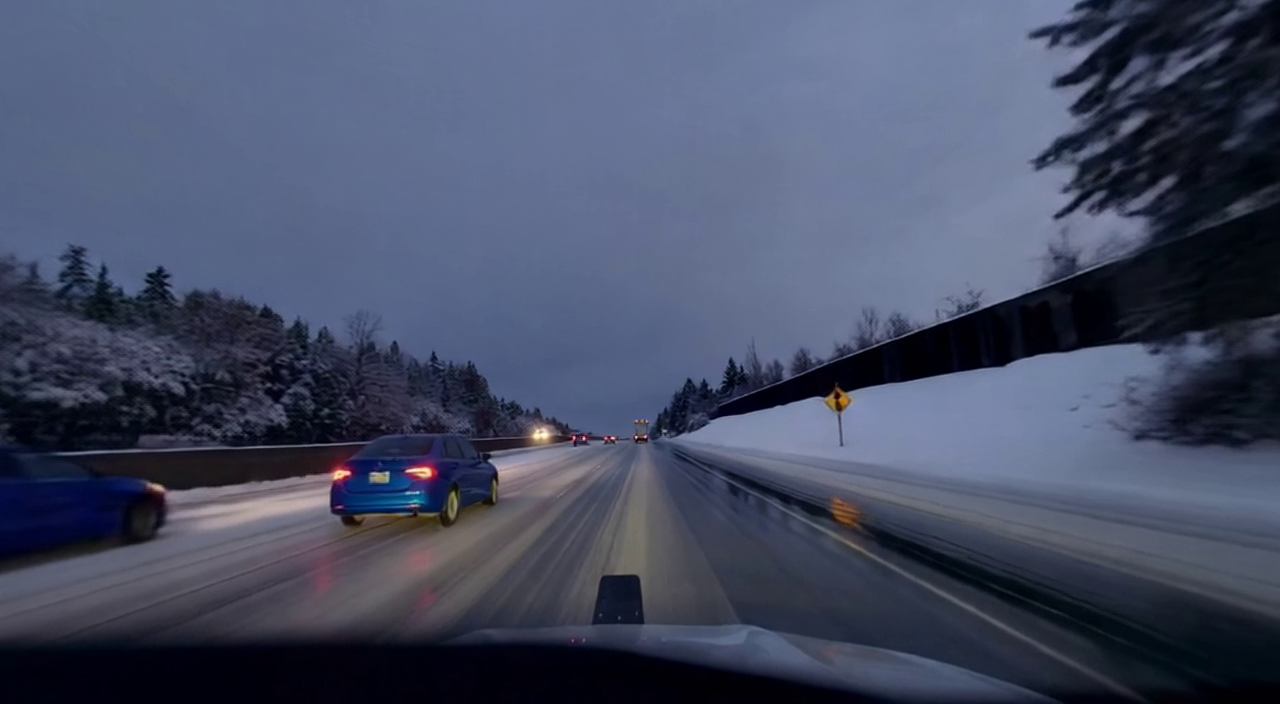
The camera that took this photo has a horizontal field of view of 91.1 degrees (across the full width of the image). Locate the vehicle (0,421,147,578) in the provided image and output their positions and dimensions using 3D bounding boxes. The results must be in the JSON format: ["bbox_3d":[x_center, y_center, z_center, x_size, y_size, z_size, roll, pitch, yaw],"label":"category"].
[{"bbox_3d":[-7.190,1.356,5.563,2.084,1.494,4.404,0,-8,0],"label":"vehicle"}]

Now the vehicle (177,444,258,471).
[{"bbox_3d":[-25.437,6.339,38.069,1.834,1.504,4.325,0,-8,2],"label":"vehicle"}]

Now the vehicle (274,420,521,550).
[{"bbox_3d":[-3.218,1.821,9.352,2.079,1.500,3.881,0,-8,1],"label":"vehicle"}]
